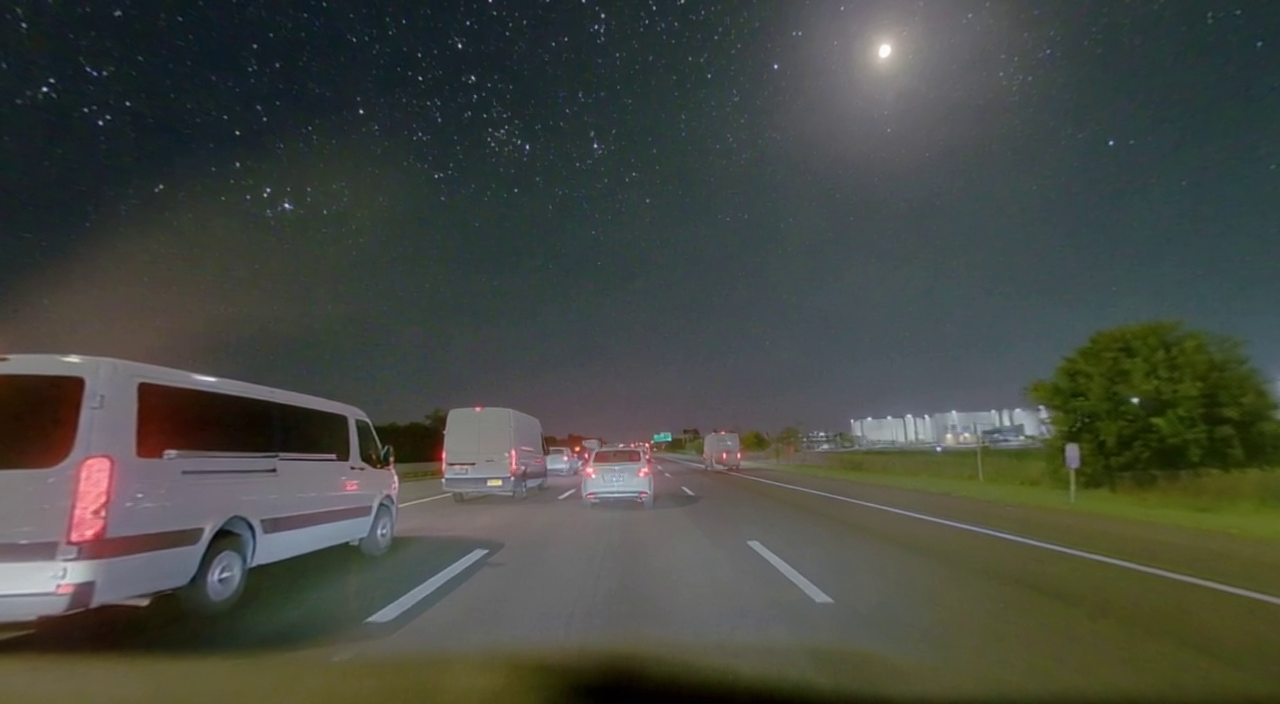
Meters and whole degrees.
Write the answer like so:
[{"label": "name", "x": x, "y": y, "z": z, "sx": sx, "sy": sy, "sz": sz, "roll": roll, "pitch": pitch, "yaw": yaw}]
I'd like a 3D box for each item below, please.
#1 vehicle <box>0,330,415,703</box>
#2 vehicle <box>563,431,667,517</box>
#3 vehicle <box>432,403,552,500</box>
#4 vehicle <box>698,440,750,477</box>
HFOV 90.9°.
[{"label": "vehicle", "x": -4.050, "y": 1.194, "z": 5.626, "sx": 2.253, "sy": 1.892, "sz": 4.823, "roll": 0, "pitch": -9, "yaw": 0}, {"label": "vehicle", "x": -0.503, "y": 2.759, "z": 14.642, "sx": 2.093, "sy": 1.695, "sz": 3.782, "roll": 0, "pitch": -9, "yaw": 0}, {"label": "vehicle", "x": -4.534, "y": 3.252, "z": 20.756, "sx": 2.248, "sy": 2.626, "sz": 6.837, "roll": 0, "pitch": -9, "yaw": 0}, {"label": "vehicle", "x": 4.232, "y": 5.461, "z": 32.527, "sx": 2.003, "sy": 1.754, "sz": 4.134, "roll": 0, "pitch": -9, "yaw": -1}]
